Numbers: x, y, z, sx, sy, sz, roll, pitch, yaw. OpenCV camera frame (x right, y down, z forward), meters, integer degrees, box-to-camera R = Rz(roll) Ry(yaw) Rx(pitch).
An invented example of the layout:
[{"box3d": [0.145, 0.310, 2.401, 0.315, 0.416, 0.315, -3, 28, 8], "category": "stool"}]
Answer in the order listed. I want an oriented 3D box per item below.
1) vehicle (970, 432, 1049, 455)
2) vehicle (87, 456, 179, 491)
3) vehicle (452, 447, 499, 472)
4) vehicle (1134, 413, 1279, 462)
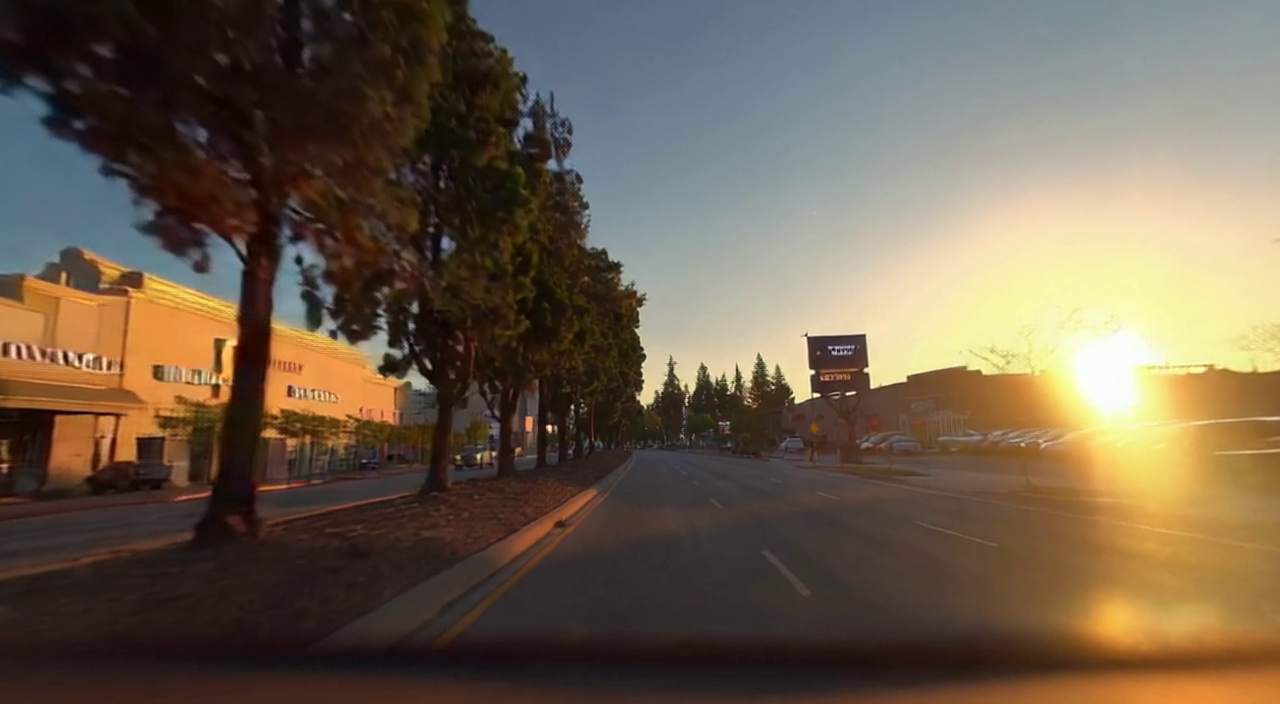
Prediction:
[{"box3d": [22.565, 5.588, 38.687, 3.547, 1.360, 1.951, 0, -9, 3], "category": "vehicle"}, {"box3d": [-24.623, 5.852, 30.669, 4.605, 1.509, 1.845, -5, -10, 30], "category": "vehicle"}, {"box3d": [-10.870, 7.100, 42.006, 1.896, 1.593, 4.014, 0, -9, 2], "category": "vehicle"}, {"box3d": [20.968, 2.974, 21.887, 5.669, 1.603, 2.284, 0, -9, 1], "category": "vehicle"}]
